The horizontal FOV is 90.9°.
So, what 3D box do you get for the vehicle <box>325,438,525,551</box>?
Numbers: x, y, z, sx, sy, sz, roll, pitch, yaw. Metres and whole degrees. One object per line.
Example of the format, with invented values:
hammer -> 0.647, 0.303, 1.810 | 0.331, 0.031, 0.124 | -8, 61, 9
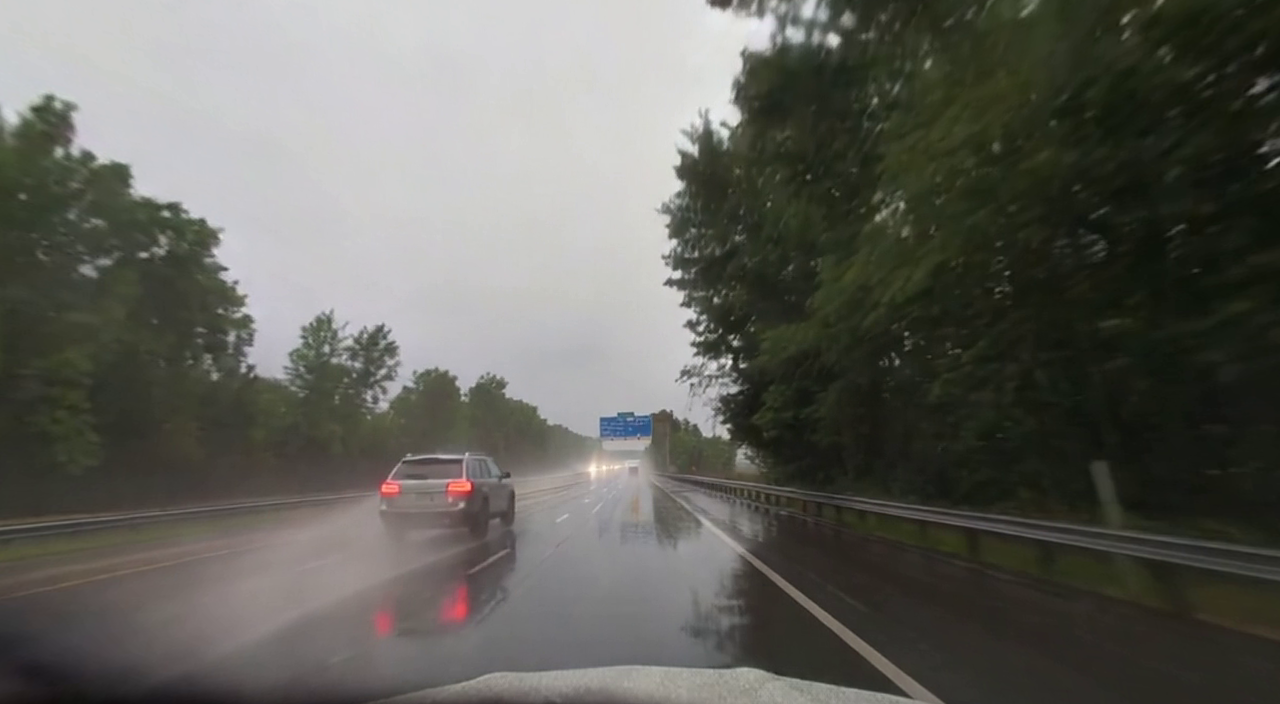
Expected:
vehicle -> -3.689, 2.601, 11.922 | 2.107, 1.668, 4.554 | 1, -11, 1
